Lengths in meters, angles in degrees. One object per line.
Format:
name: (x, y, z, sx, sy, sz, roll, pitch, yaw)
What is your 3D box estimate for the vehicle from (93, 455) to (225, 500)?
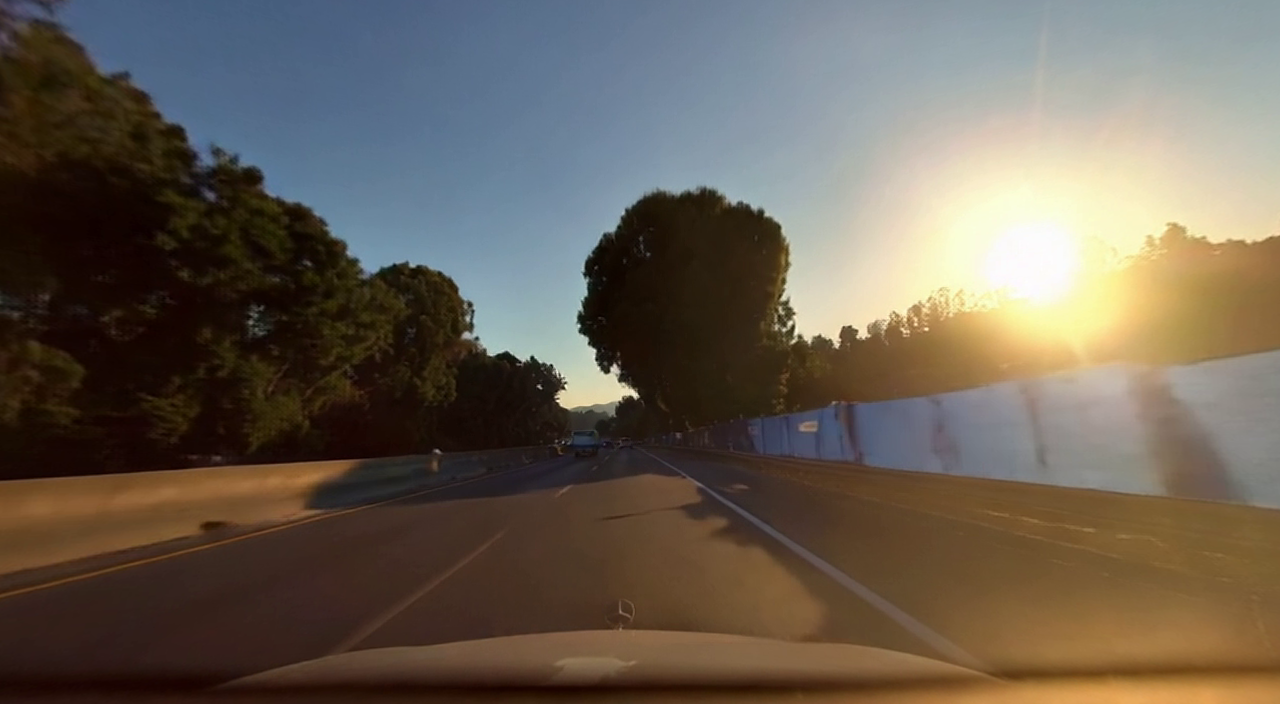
vehicle: (-18.277, 4.734, 24.211, 1.782, 1.450, 4.345, 0, -8, -2)
